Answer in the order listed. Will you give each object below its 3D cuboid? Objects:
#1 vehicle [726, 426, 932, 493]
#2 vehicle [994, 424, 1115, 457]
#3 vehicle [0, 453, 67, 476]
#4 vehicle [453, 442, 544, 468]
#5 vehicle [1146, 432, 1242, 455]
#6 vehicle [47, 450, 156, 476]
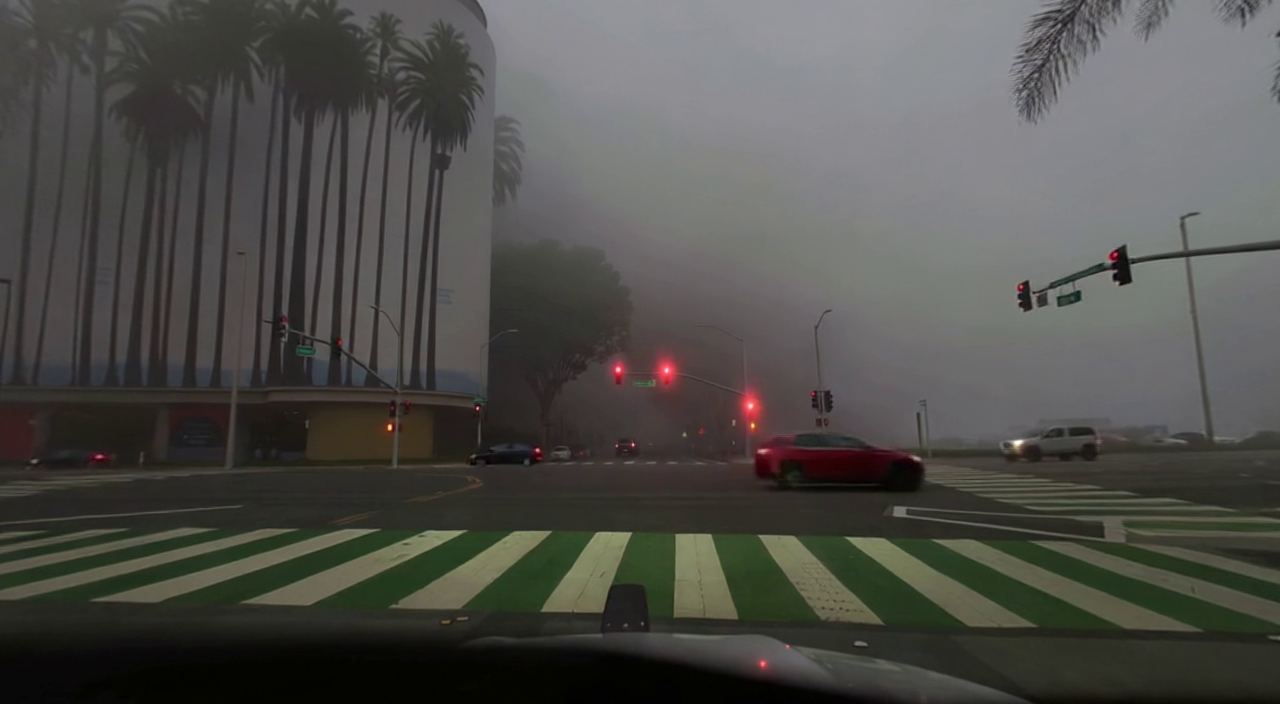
[{"bbox_3d":[4.891,2.859,16.908,4.875,1.669,1.953,0,-8,1],"label":"vehicle"},{"bbox_3d":[24.183,5.198,36.943,5.477,1.880,2.125,0,-8,1],"label":"vehicle"},{"bbox_3d":[-41.656,7.608,42.792,3.698,1.508,1.779,0,-8,1],"label":"vehicle"},{"bbox_3d":[-8.206,6.041,36.942,4.893,1.458,1.791,0,-8,1],"label":"vehicle"},{"bbox_3d":[36.188,6.013,41.239,4.606,1.449,1.687,0,-8,2],"label":"vehicle"},{"bbox_3d":[-31.928,6.566,37.443,4.784,1.465,1.798,0,-8,0],"label":"vehicle"}]
